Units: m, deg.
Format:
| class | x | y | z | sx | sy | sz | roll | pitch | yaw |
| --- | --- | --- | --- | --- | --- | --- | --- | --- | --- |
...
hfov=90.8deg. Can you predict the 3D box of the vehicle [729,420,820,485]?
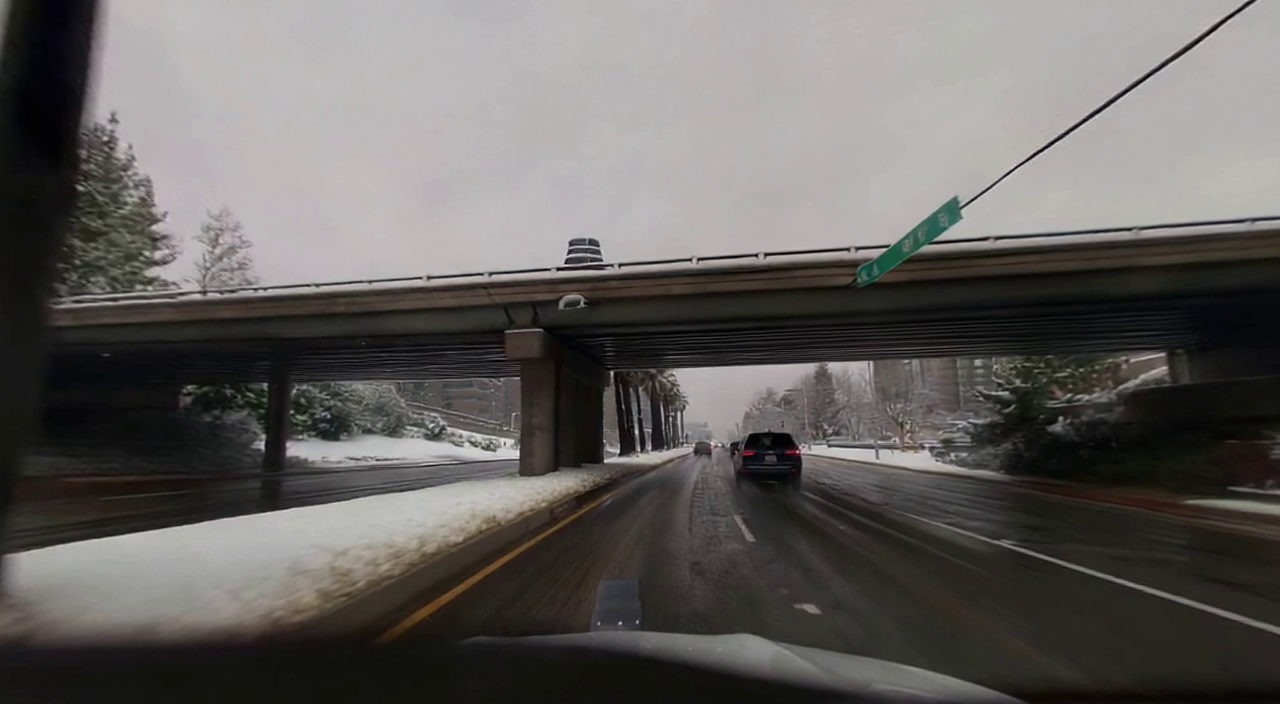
| class | x | y | z | sx | sy | sz | roll | pitch | yaw |
| --- | --- | --- | --- | --- | --- | --- | --- | --- | --- |
| vehicle | 4.628 | 3.597 | 22.762 | 2.559 | 2.017 | 5.562 | -1 | -9 | 5 |
